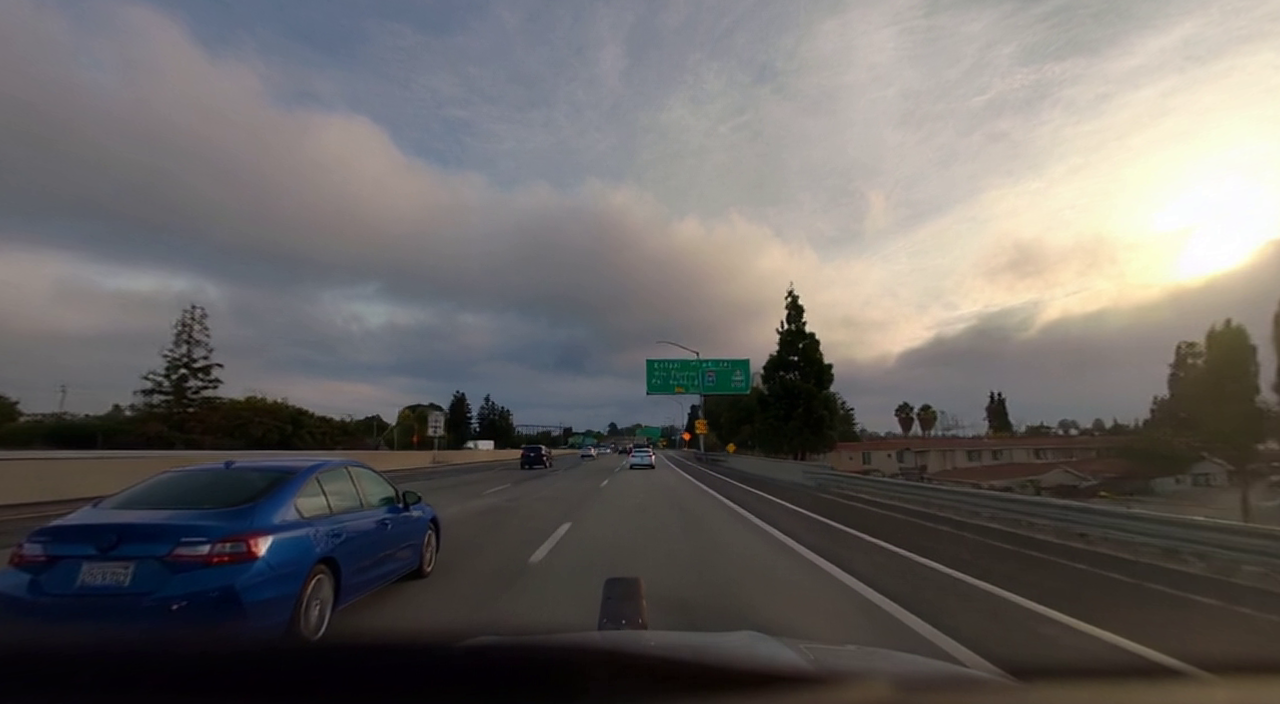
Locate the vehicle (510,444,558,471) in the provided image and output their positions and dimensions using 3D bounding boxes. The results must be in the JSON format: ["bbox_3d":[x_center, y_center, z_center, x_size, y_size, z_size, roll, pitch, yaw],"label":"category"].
[{"bbox_3d":[-6.345,6.343,38.304,2.075,1.528,4.327,0,-8,1],"label":"vehicle"}]

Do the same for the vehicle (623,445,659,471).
[{"bbox_3d":[0.048,6.356,38.006,2.051,1.443,3.770,0,-8,0],"label":"vehicle"}]
